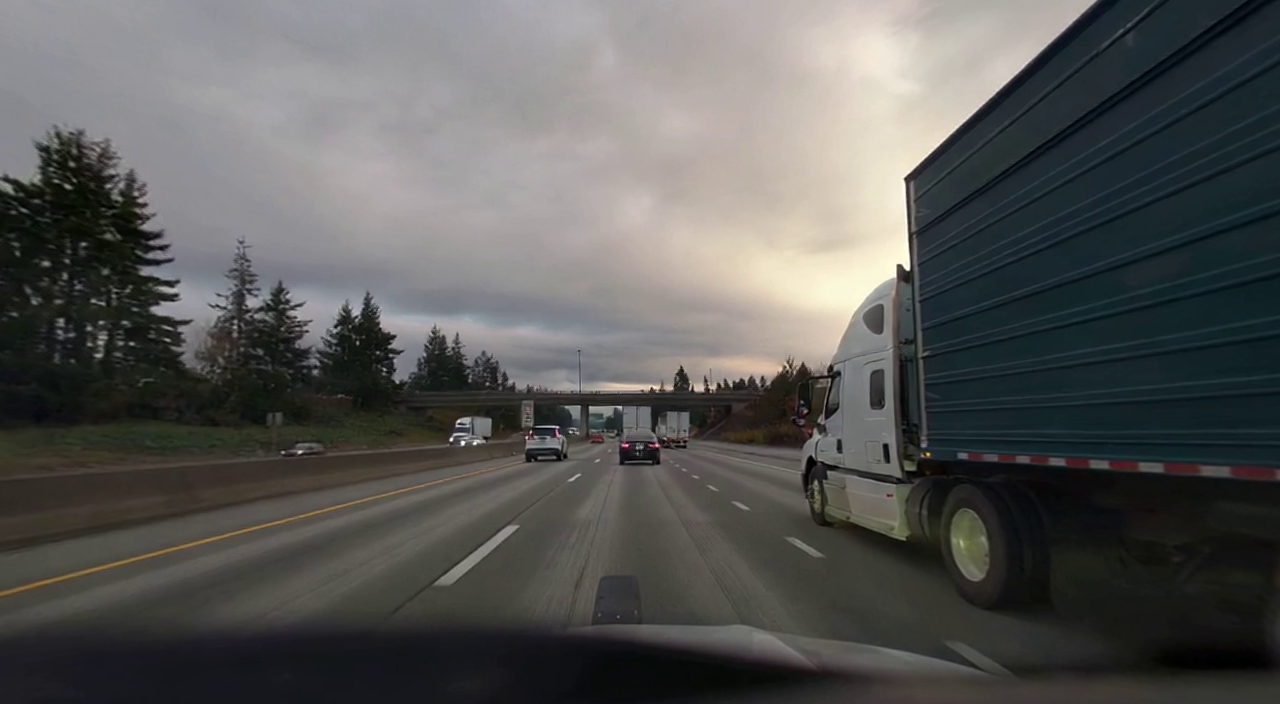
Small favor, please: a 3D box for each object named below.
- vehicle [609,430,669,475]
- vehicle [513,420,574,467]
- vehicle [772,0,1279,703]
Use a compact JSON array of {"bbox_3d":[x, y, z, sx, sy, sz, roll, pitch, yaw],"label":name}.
[{"bbox_3d":[-0.054,3.764,23.852,2.059,1.522,3.693,0,-8,-1],"label":"vehicle"},{"bbox_3d":[-4.294,4.145,28.763,2.013,1.961,4.692,0,-8,0],"label":"vehicle"},{"bbox_3d":[3.600,0.358,5.992,2.783,3.483,7.836,0,-8,-1],"label":"vehicle"}]
